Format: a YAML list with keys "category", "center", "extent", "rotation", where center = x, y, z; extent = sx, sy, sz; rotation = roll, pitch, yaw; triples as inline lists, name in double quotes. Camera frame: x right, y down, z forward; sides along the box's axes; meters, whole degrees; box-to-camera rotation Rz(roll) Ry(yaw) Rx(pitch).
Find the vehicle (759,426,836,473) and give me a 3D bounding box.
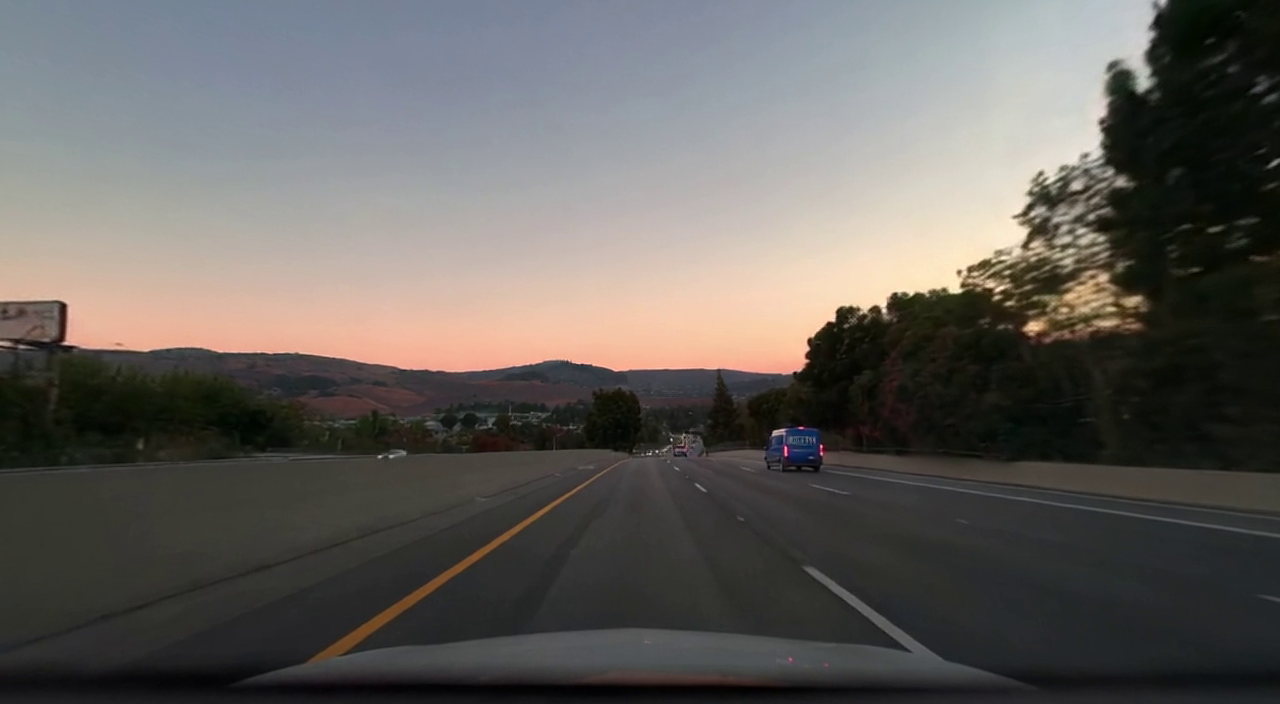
- category: "vehicle"
  center: [7.601, 4.782, 31.093]
  extent: [2.275, 2.059, 5.543]
  rotation: [0, -8, -1]
